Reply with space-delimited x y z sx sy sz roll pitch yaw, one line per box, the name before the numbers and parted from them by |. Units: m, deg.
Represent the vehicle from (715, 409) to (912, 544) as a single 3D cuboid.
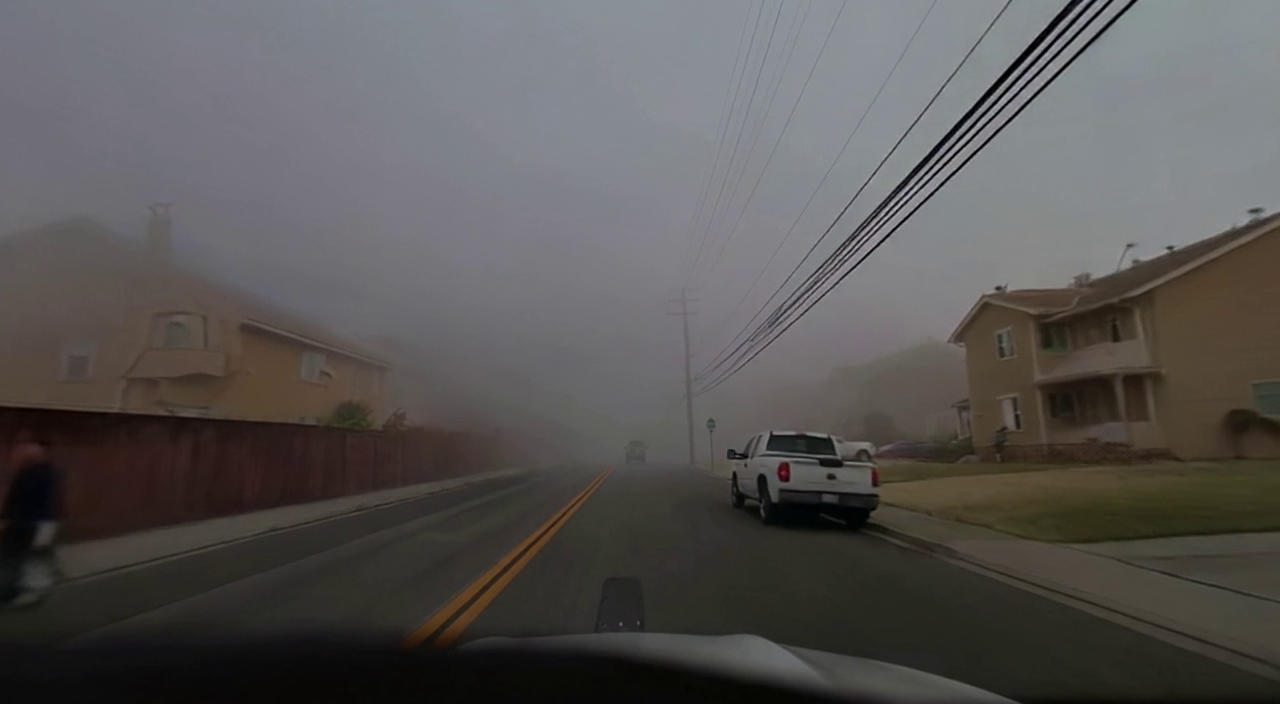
vehicle | 3.082 2.382 12.795 2.278 1.933 5.860 4 -9 0
